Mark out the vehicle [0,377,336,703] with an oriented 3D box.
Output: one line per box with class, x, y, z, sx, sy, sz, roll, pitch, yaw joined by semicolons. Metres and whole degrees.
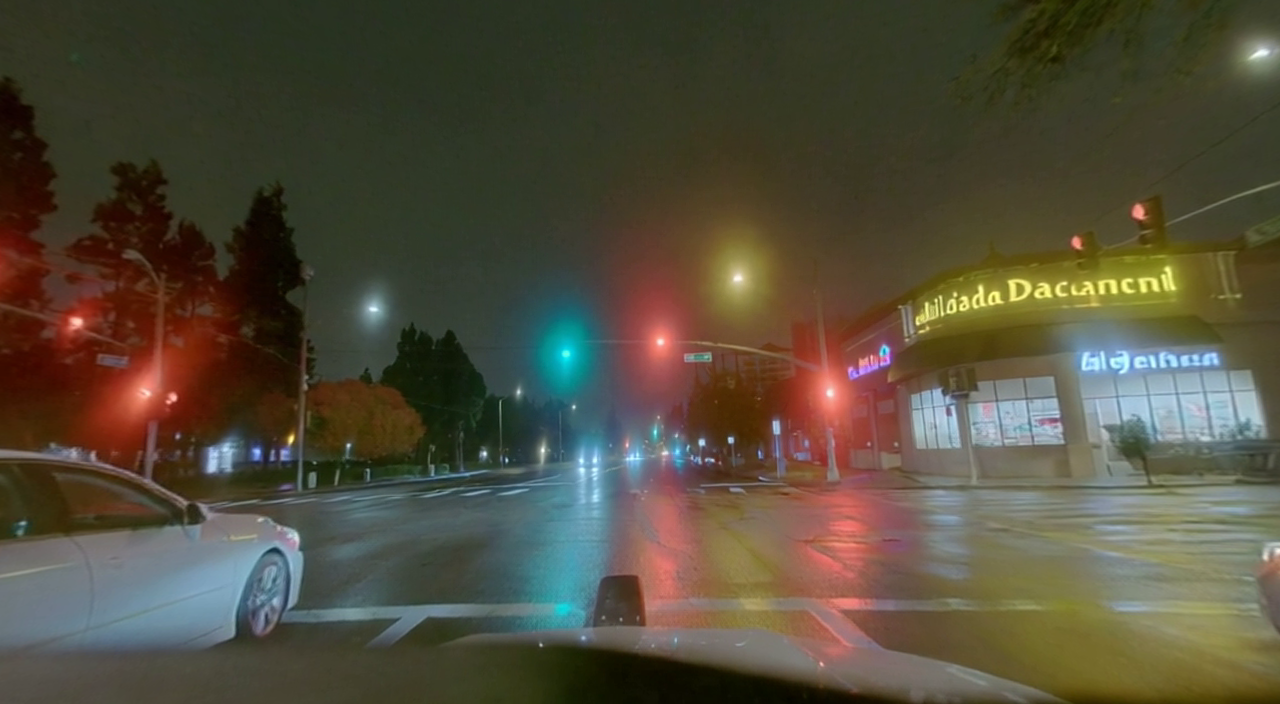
vehicle;-3.501;0.990;2.943;1.947;1.627;4.248;0;-9;1
